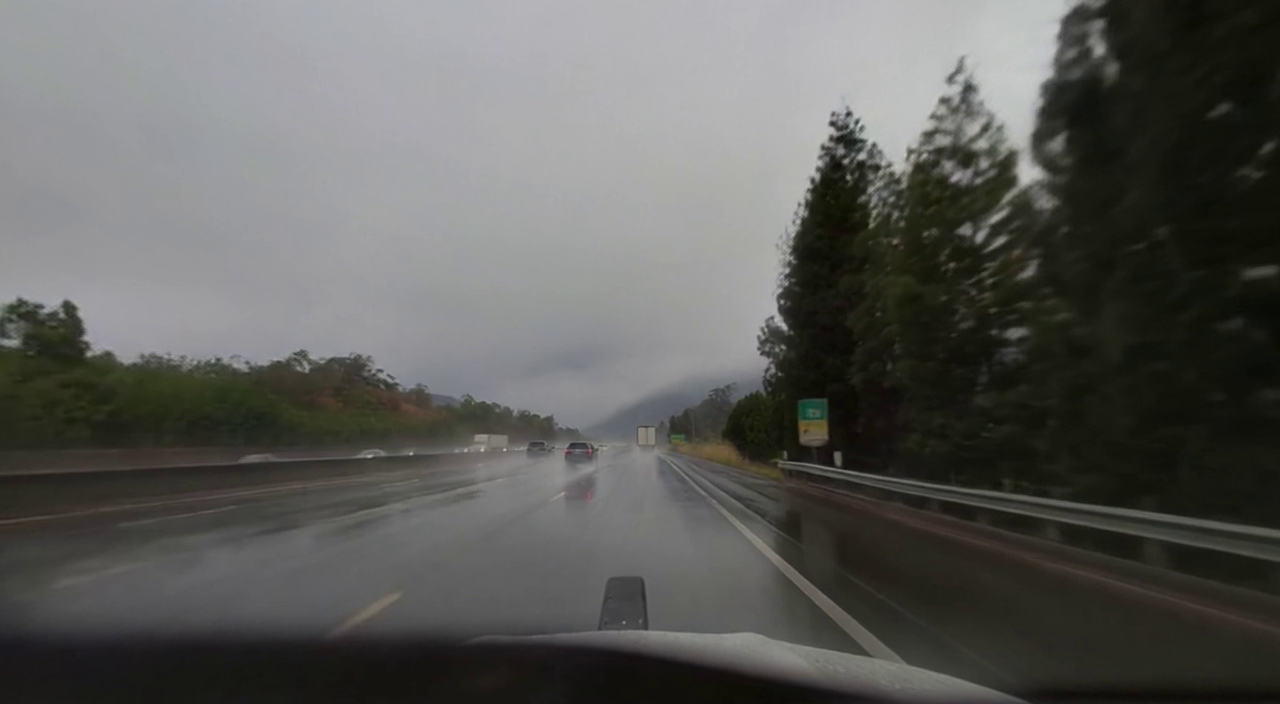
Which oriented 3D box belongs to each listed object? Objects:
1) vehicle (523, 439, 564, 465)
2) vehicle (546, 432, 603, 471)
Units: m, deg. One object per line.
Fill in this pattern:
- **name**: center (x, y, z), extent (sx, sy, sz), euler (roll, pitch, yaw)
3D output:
- **vehicle**: center (-6.586, 6.854, 43.481), extent (2.062, 1.691, 4.278), euler (0, -8, 0)
- **vehicle**: center (-3.249, 5.104, 32.463), extent (2.283, 1.802, 4.810), euler (0, -8, 1)
